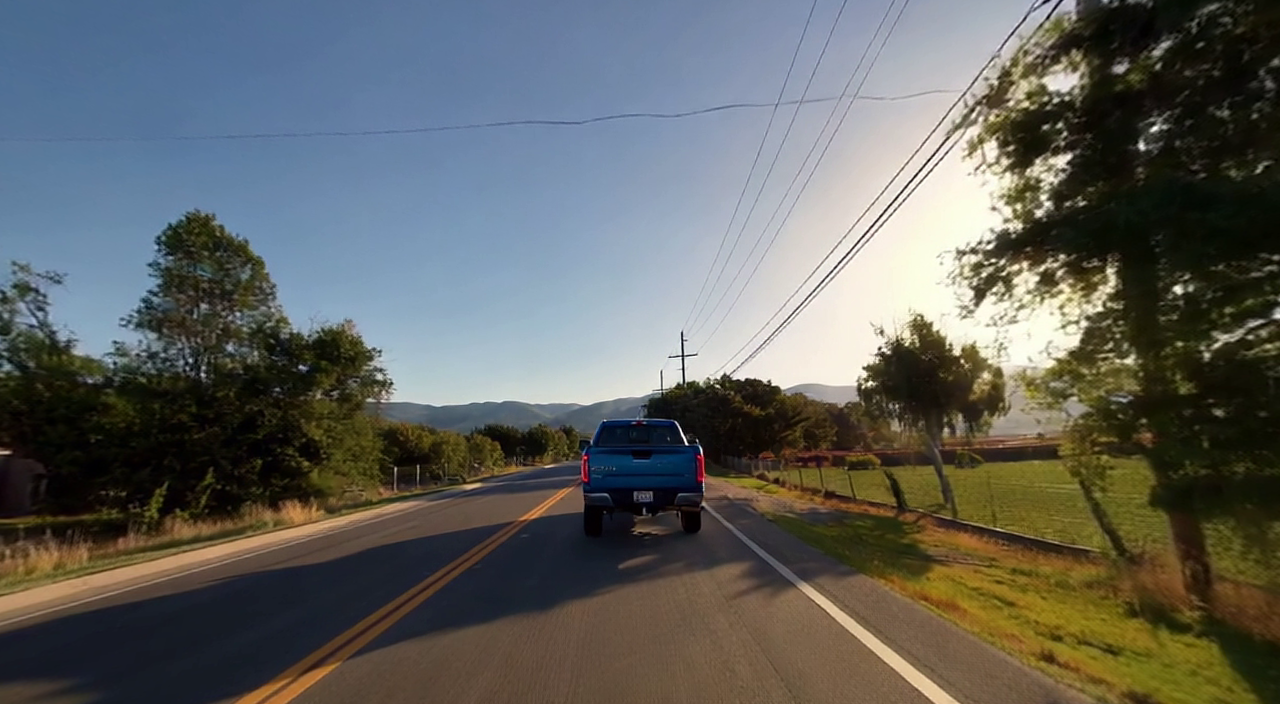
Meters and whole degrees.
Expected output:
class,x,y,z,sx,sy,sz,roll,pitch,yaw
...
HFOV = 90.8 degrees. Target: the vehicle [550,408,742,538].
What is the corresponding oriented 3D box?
class,x,y,z,sx,sy,sz,roll,pitch,yaw
vehicle,0.035,2.197,12.153,2.774,1.861,5.885,0,-9,-1
